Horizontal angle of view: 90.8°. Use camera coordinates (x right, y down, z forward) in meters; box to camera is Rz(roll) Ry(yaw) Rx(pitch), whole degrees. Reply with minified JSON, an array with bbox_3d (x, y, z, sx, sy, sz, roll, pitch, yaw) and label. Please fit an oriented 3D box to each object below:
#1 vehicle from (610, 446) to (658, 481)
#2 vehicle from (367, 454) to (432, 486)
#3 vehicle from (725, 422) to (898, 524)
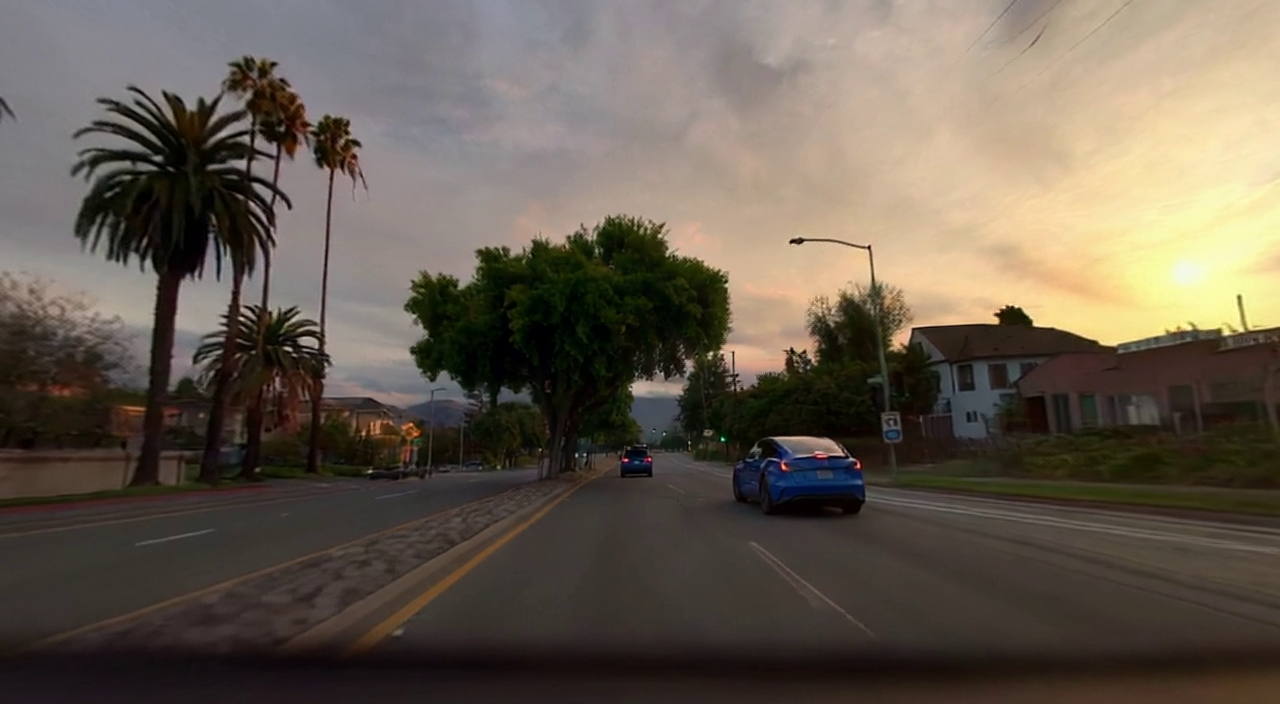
[{"bbox_3d":[-0.357,5.889,33.639,2.341,1.709,4.466,0,-9,-2],"label":"vehicle"},{"bbox_3d":[-17.302,8.464,45.765,2.449,2.016,5.383,-2,-9,2],"label":"vehicle"},{"bbox_3d":[3.417,2.538,13.905,2.205,1.803,5.135,0,-9,-2],"label":"vehicle"}]
